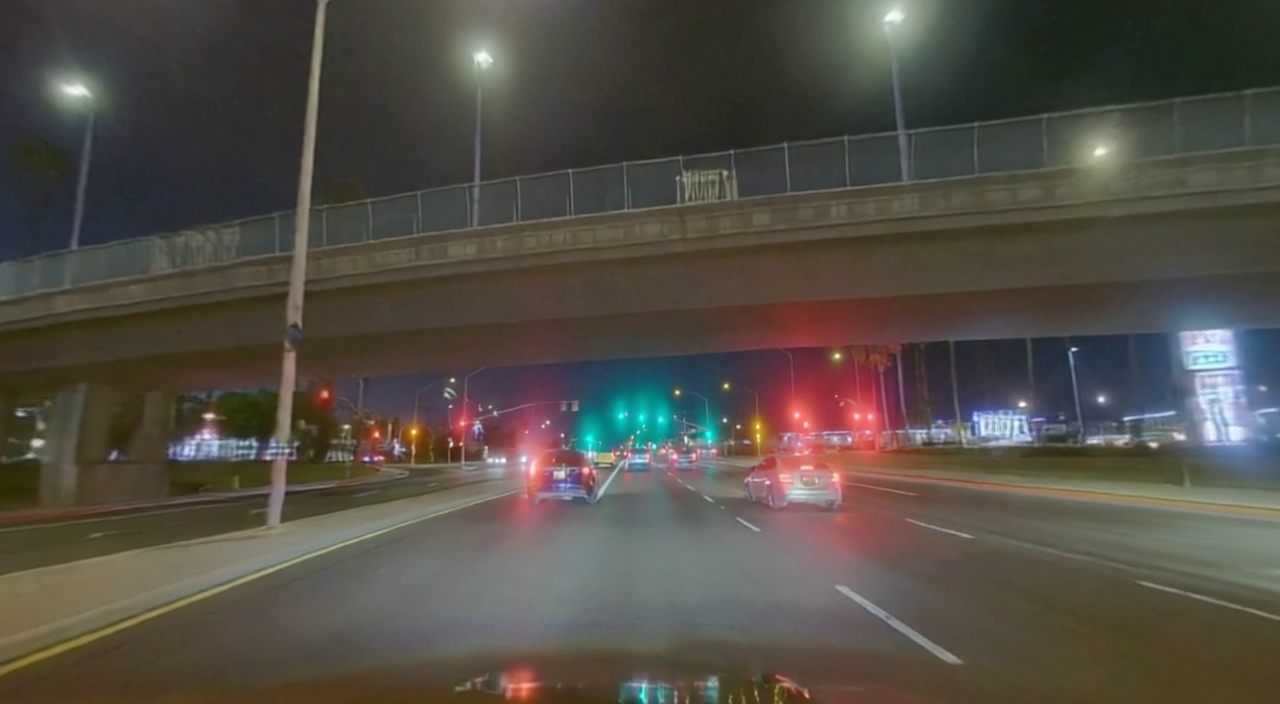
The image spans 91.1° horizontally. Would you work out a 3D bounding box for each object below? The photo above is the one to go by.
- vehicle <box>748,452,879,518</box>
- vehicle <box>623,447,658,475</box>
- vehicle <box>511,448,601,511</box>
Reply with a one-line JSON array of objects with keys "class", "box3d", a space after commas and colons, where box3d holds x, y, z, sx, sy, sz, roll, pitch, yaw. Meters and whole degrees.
[{"class": "vehicle", "box3d": [4.183, 3.274, 15.952, 2.156, 1.404, 4.120, 0, -9, 0]}, {"class": "vehicle", "box3d": [0.046, 7.180, 41.581, 2.172, 1.694, 4.055, 0, -9, 0]}, {"class": "vehicle", "box3d": [-2.149, 3.397, 17.226, 2.111, 1.506, 4.018, 1, -9, -3]}]
